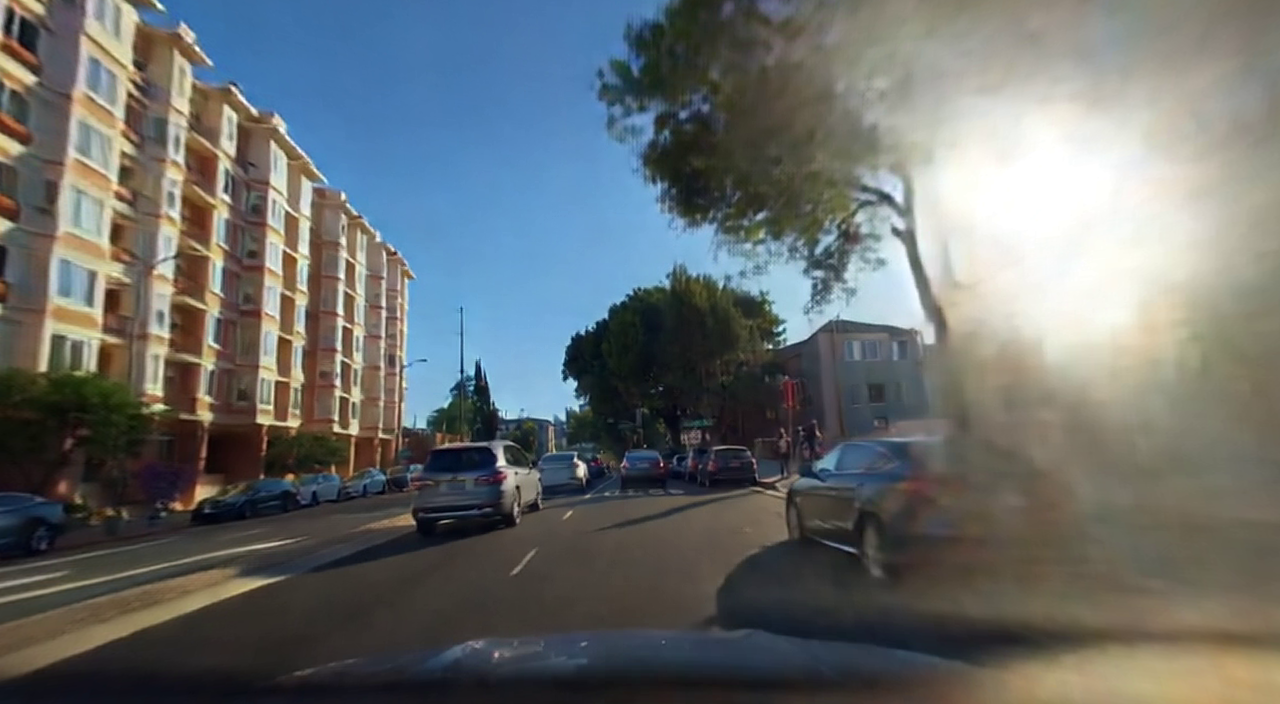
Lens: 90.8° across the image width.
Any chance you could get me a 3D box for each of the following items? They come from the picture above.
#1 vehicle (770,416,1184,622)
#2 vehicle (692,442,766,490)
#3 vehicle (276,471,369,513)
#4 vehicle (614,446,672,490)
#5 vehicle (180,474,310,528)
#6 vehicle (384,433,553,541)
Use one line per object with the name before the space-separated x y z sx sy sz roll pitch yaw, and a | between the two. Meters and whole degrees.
vehicle | 3.035 1.607 7.175 2.077 1.532 4.694 0 -8 0
vehicle | 2.976 3.922 22.084 1.933 1.501 4.349 0 -8 0
vehicle | -13.808 6.103 27.810 1.752 1.479 4.575 0 -8 0
vehicle | 0.085 4.306 23.838 2.026 1.496 3.701 0 -8 -1
vehicle | -13.929 5.255 22.649 1.844 1.499 4.421 0 -8 -1
vehicle | -3.045 2.483 12.335 2.065 1.705 4.353 0 -8 0
